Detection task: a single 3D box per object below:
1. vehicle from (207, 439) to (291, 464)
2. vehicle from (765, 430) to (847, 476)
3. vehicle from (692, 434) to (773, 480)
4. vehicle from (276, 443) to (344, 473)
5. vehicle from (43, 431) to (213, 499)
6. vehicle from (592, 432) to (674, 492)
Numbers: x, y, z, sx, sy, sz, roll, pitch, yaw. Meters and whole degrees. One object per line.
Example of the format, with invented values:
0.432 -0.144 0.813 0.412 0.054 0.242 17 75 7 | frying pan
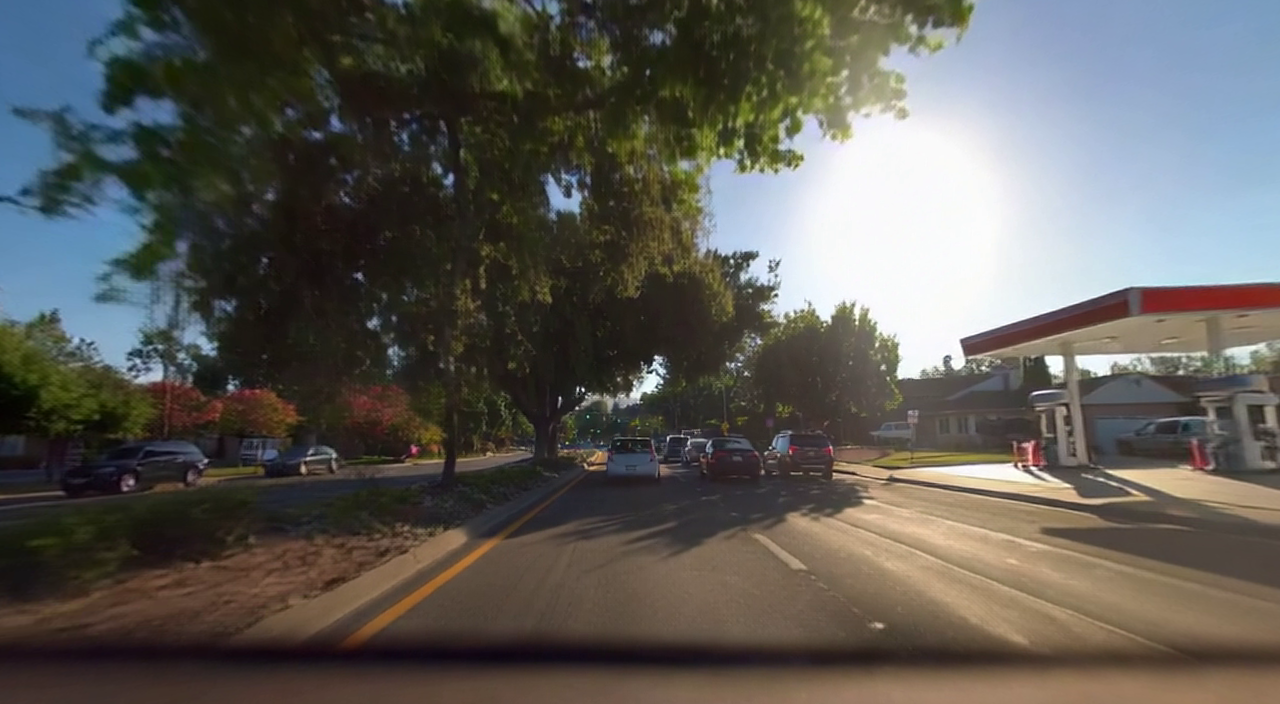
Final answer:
-28.348 7.203 45.854 4.699 1.775 2.007 0 -8 0 | vehicle
6.952 4.303 27.088 2.117 1.757 4.969 0 -8 -1 | vehicle
3.215 3.788 22.991 2.124 1.476 4.730 0 -8 -1 | vehicle
-19.467 6.254 37.483 1.903 1.706 3.994 0 -8 -1 | vehicle
-19.073 4.138 23.999 2.222 2.141 5.390 -1 -6 -3 | vehicle
-0.166 3.053 17.876 2.052 1.488 3.779 0 -8 0 | vehicle
